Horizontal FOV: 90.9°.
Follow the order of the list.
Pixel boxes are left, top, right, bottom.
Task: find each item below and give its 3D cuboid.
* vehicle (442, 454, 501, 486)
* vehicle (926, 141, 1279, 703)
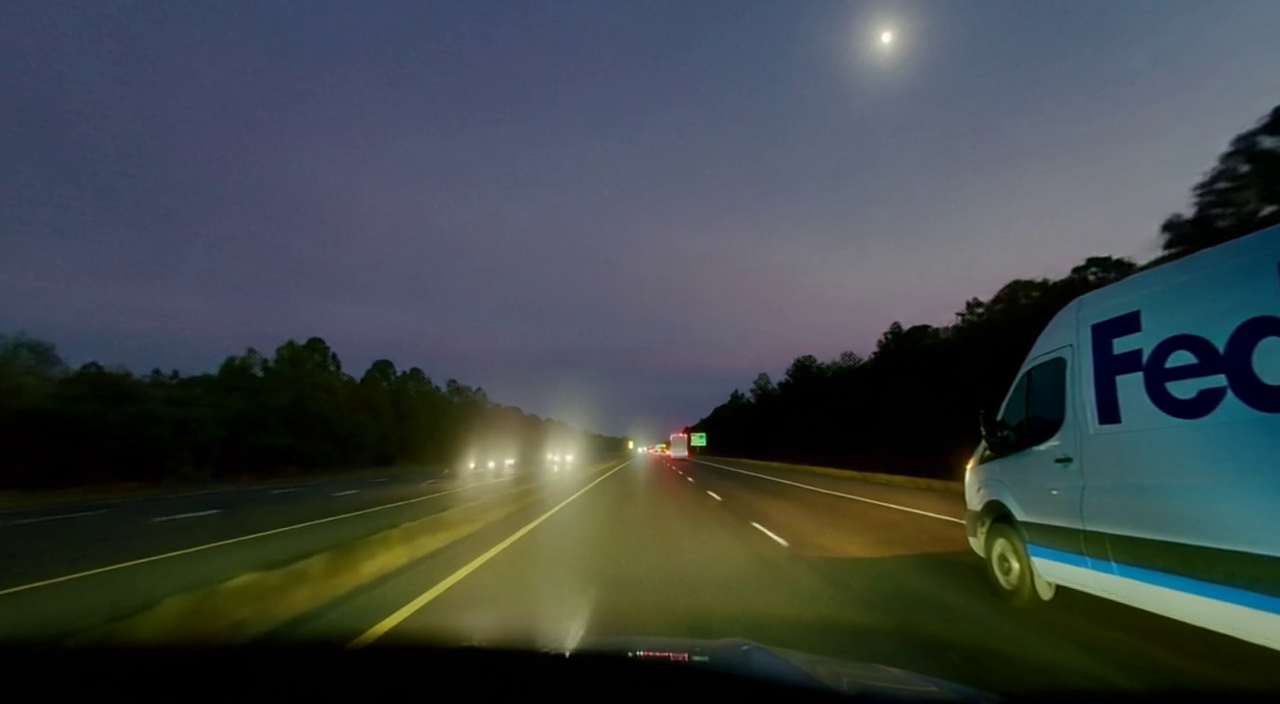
[{"bbox_3d":[-8.535,5.999,32.305,1.874,1.459,4.047,0,-9,1],"label":"vehicle"},{"bbox_3d":[3.905,0.411,2.562,2.522,2.556,6.180,0,-9,0],"label":"vehicle"}]
